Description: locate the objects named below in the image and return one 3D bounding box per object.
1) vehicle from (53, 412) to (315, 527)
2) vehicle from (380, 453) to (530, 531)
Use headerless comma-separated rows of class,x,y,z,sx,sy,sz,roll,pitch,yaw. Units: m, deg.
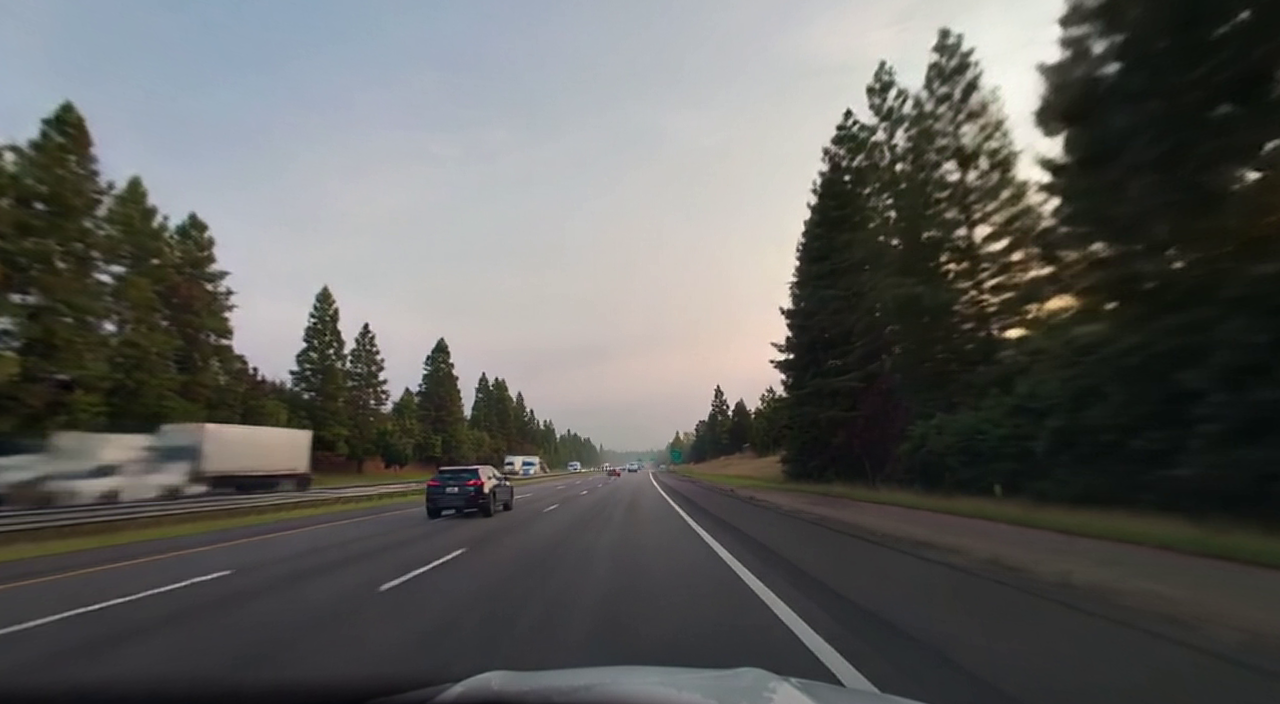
vehicle,-13.576,3.670,19.856,2.731,2.903,7.291,1,-10,0
vehicle,-3.992,3.134,14.534,2.043,1.486,4.442,0,-10,1
